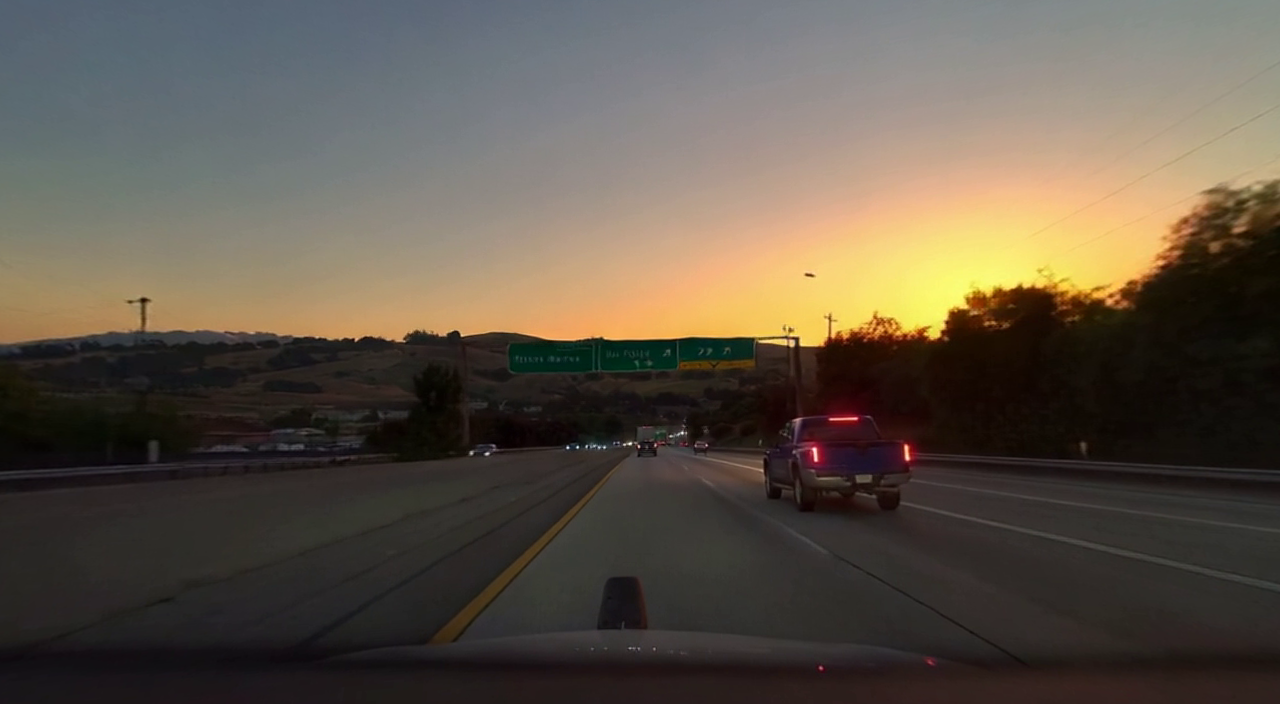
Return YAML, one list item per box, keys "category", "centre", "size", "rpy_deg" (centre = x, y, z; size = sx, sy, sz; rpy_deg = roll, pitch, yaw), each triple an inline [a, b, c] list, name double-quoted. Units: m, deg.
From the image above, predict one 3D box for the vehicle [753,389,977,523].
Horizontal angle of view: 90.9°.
- category: "vehicle"
  centre: [4.180, 2.127, 13.185]
  size: [2.594, 2.155, 5.670]
  rpy_deg: [-1, -9, 0]

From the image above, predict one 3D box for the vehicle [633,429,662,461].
- category: "vehicle"
  centre: [0.540, 7.085, 47.945]
  size: [2.099, 2.260, 4.899]
  rpy_deg: [0, -9, 0]
